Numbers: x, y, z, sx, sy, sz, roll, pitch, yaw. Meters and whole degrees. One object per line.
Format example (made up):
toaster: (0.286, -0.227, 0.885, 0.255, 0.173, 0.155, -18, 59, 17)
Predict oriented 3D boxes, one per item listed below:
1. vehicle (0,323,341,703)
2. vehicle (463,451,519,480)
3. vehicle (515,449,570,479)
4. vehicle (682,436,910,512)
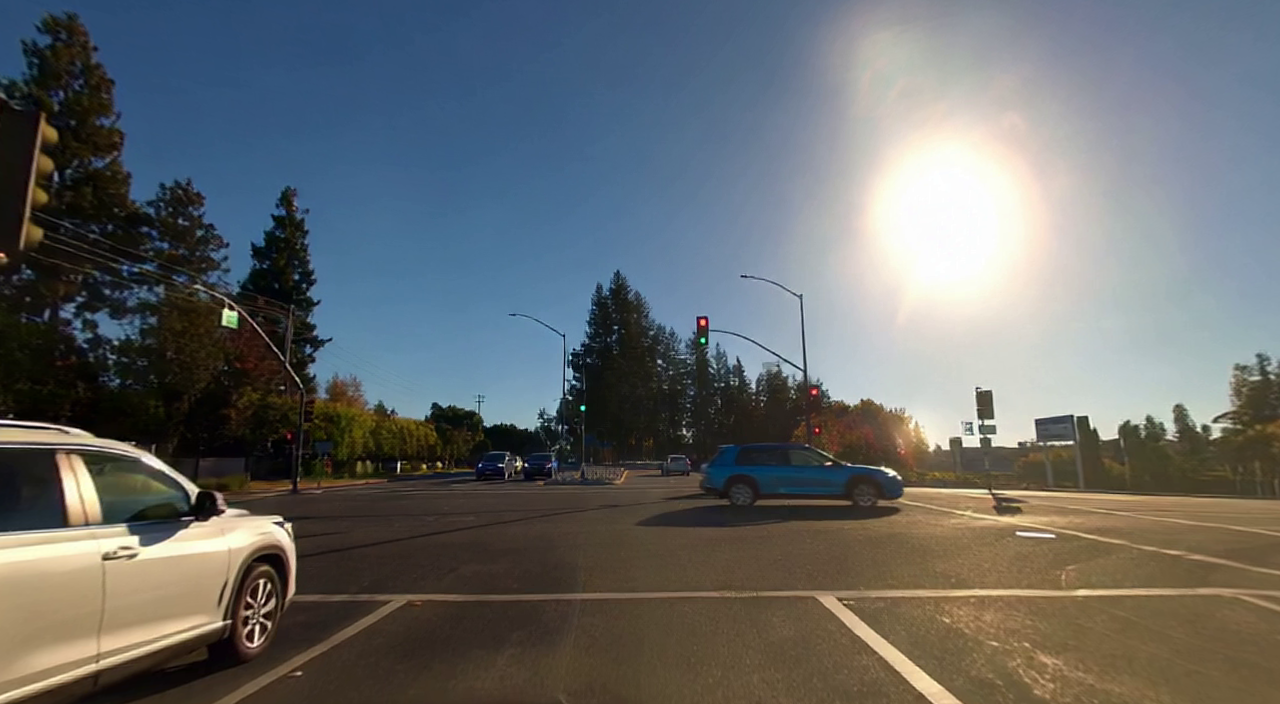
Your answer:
vehicle: (-3.446, 0.814, 2.474, 2.242, 1.761, 4.505, 0, -8, 1)
vehicle: (-8.064, 6.170, 34.448, 1.960, 1.433, 4.213, 0, -8, 1)
vehicle: (-5.252, 6.083, 34.510, 2.107, 1.456, 4.728, 0, -8, 2)
vehicle: (3.163, 2.584, 13.540, 4.404, 1.486, 1.841, 0, -8, 0)
